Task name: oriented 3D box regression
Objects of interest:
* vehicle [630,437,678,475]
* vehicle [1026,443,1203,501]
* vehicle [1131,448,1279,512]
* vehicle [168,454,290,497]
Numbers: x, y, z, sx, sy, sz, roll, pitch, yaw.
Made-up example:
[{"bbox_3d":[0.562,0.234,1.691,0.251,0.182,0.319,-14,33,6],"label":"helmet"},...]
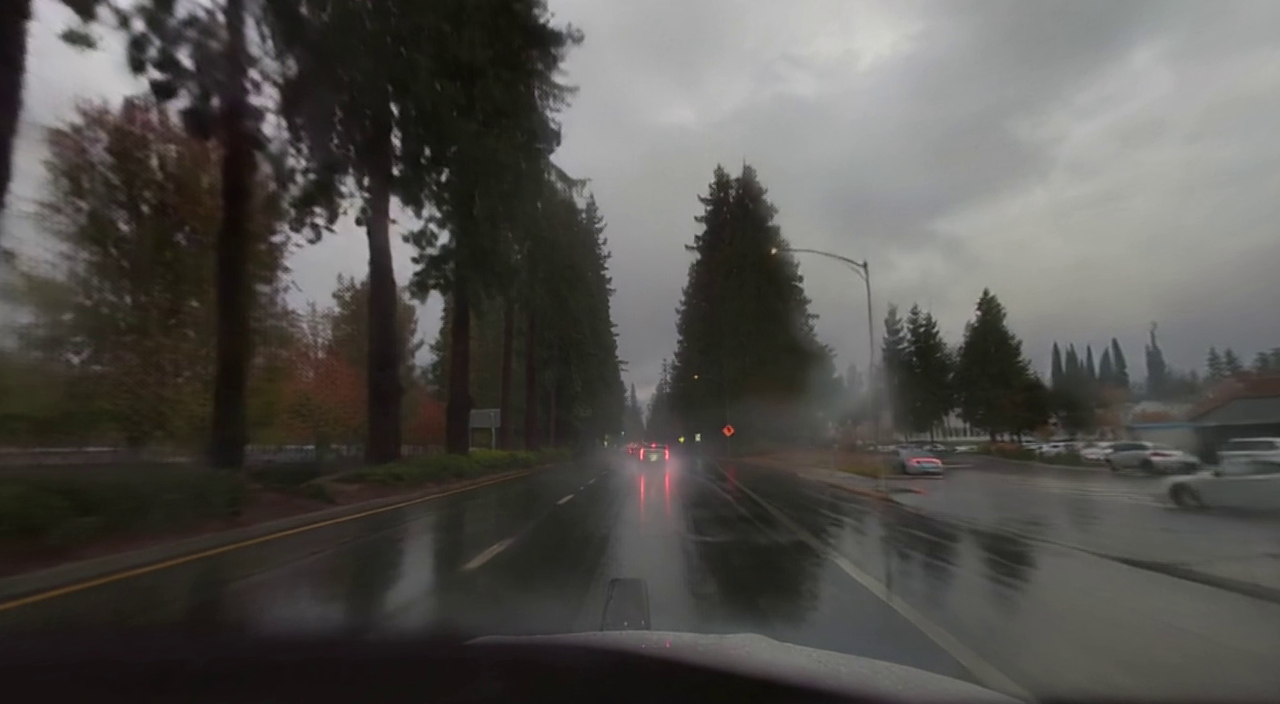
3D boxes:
[{"bbox_3d":[0.638,5.014,30.460,2.135,1.691,3.884,0,-9,0],"label":"vehicle"},{"bbox_3d":[16.063,4.062,21.501,4.413,1.471,1.823,-5,-7,1],"label":"vehicle"},{"bbox_3d":[15.373,3.177,15.863,4.400,1.480,1.824,0,-9,2],"label":"vehicle"},{"bbox_3d":[-16.284,4.883,25.298,1.895,1.513,4.362,0,-9,1],"label":"vehicle"}]
